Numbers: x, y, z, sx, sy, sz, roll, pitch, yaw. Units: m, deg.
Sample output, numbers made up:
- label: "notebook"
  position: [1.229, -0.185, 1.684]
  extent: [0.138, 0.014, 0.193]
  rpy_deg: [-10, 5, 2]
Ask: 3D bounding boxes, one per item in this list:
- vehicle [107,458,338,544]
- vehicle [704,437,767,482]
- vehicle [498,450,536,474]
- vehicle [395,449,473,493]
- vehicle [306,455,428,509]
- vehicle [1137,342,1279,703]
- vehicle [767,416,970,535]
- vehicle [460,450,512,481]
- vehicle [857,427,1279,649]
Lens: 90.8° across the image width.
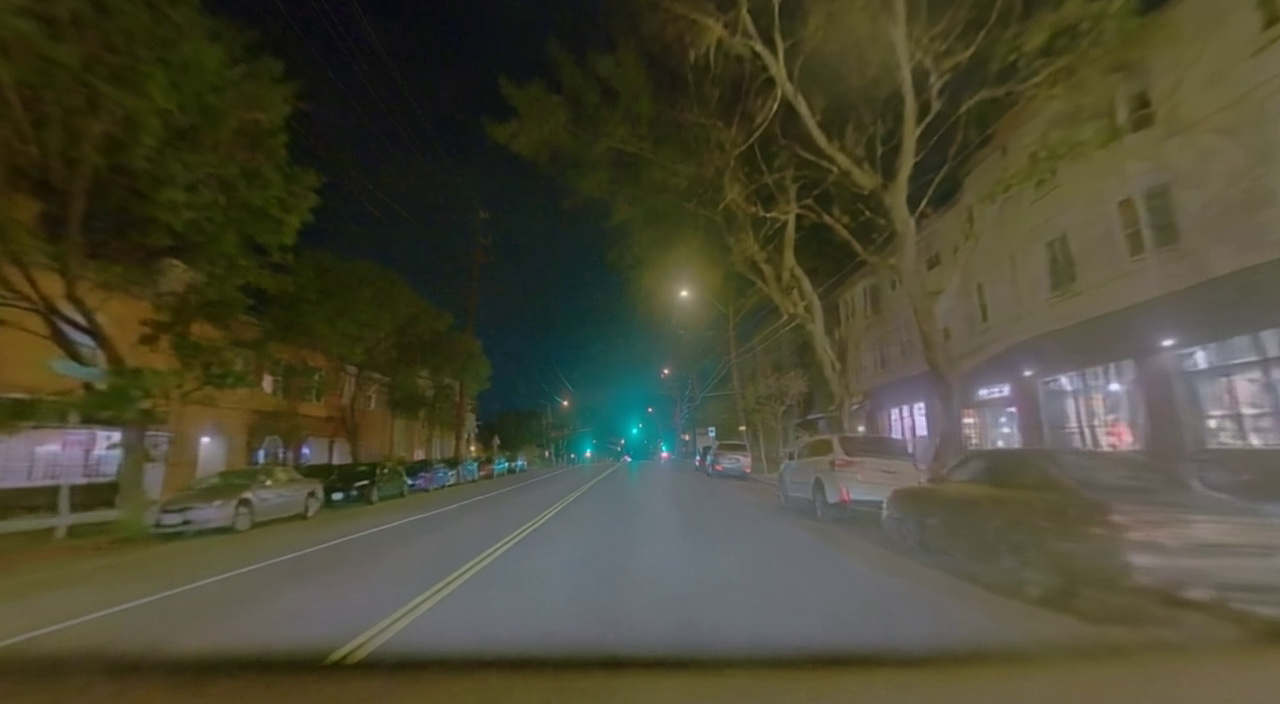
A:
- label: "vehicle"
  position: [-9.142, 3.259, 14.490]
  extent: [2.208, 1.508, 4.590]
  rpy_deg: [0, -9, -1]
- label: "vehicle"
  position: [3.967, 4.537, 26.954]
  extent: [2.155, 1.747, 4.311]
  rpy_deg: [-1, -9, 2]
- label: "vehicle"
  position: [-8.953, 8.051, 46.308]
  extent: [2.000, 1.495, 4.687]
  rpy_deg: [-3, -8, -2]
- label: "vehicle"
  position: [-9.104, 5.252, 28.290]
  extent: [2.051, 1.657, 4.322]
  rpy_deg: [-3, -9, -1]
- label: "vehicle"
  position: [-8.950, 4.260, 21.228]
  extent: [1.948, 1.508, 4.656]
  rpy_deg: [-1, -9, 1]
- label: "vehicle"
  position: [3.751, 0.580, 0.823]
  extent: [2.225, 1.759, 4.817]
  rpy_deg: [0, -9, 0]
- label: "vehicle"
  position: [3.982, 2.246, 12.059]
  extent: [2.040, 1.801, 4.569]
  rpy_deg: [0, -8, -1]
- label: "vehicle"
  position: [-9.052, 6.676, 37.381]
  extent: [1.884, 1.526, 4.061]
  rpy_deg: [-5, -9, 1]
- label: "vehicle"
  position: [4.015, 1.596, 6.544]
  extent: [1.875, 1.495, 4.242]
  rpy_deg: [0, -9, -2]
